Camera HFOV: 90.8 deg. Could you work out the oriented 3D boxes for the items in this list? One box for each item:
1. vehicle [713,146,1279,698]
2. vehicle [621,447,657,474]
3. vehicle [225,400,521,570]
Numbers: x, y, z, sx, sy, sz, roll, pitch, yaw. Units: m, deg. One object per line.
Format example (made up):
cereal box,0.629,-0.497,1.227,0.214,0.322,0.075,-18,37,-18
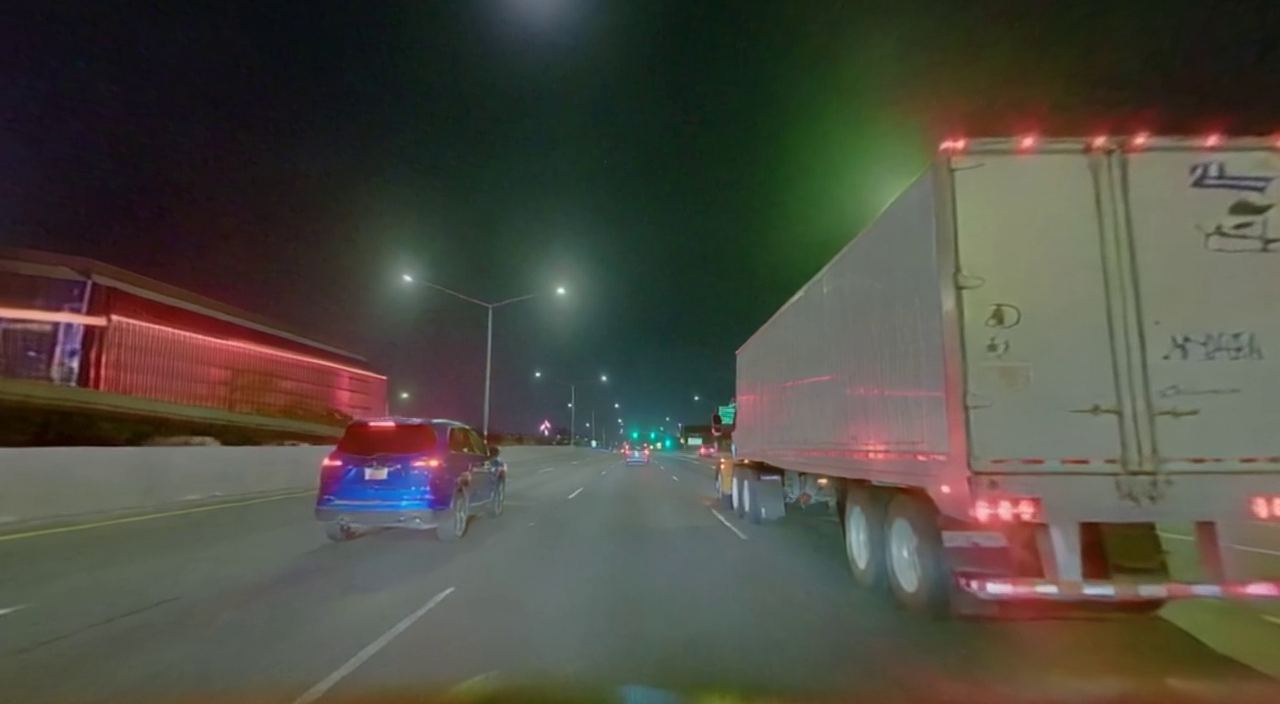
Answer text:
vehicle,3.289,1.138,9.278,2.934,3.325,10.986,0,-9,-1
vehicle,-0.064,6.004,35.335,1.929,1.395,3.999,0,-9,0
vehicle,-3.309,1.783,9.192,2.229,1.806,4.698,0,-9,0
